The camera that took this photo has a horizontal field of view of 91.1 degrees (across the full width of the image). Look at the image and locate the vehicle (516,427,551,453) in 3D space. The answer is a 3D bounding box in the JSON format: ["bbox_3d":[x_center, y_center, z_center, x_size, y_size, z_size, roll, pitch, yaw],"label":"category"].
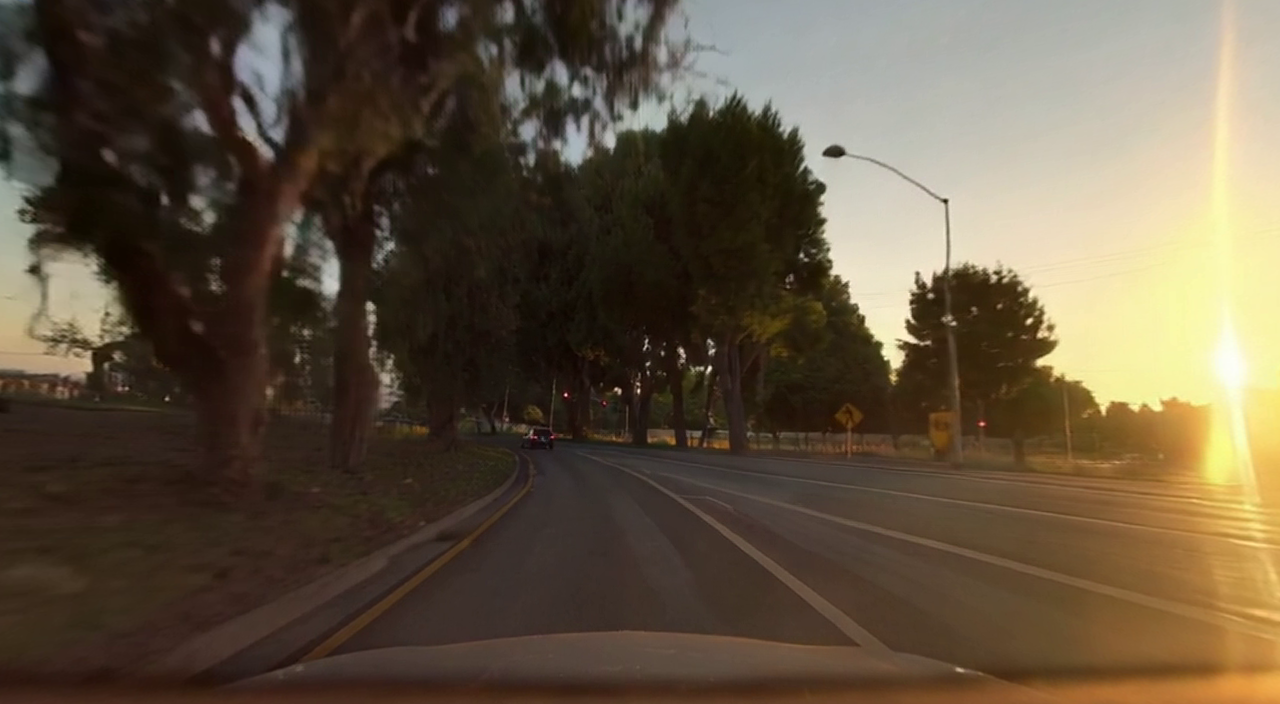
[{"bbox_3d":[-7.689,6.347,45.127,1.947,1.729,4.051,2,-8,-17],"label":"vehicle"}]
